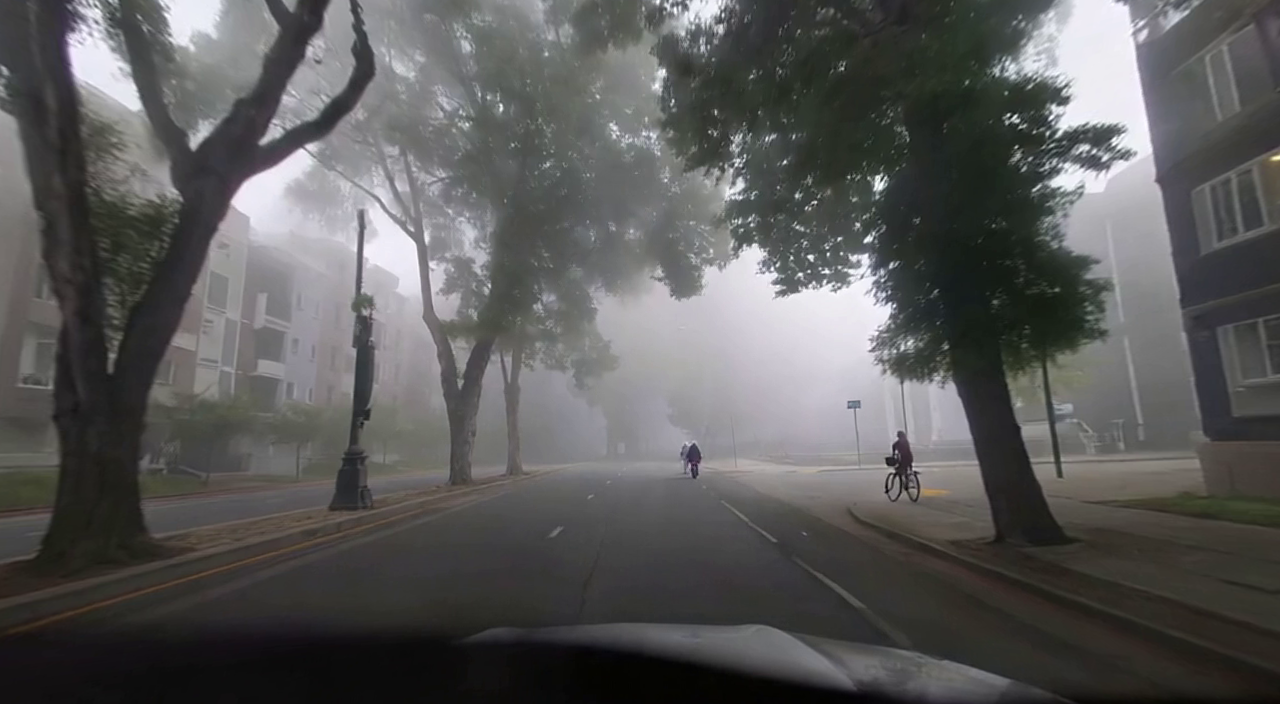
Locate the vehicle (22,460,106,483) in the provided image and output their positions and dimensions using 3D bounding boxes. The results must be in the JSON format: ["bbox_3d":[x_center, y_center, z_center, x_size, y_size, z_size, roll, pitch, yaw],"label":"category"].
[{"bbox_3d":[-43.884,9.122,48.192,1.775,1.558,4.727,-1,-9,4],"label":"vehicle"}]
